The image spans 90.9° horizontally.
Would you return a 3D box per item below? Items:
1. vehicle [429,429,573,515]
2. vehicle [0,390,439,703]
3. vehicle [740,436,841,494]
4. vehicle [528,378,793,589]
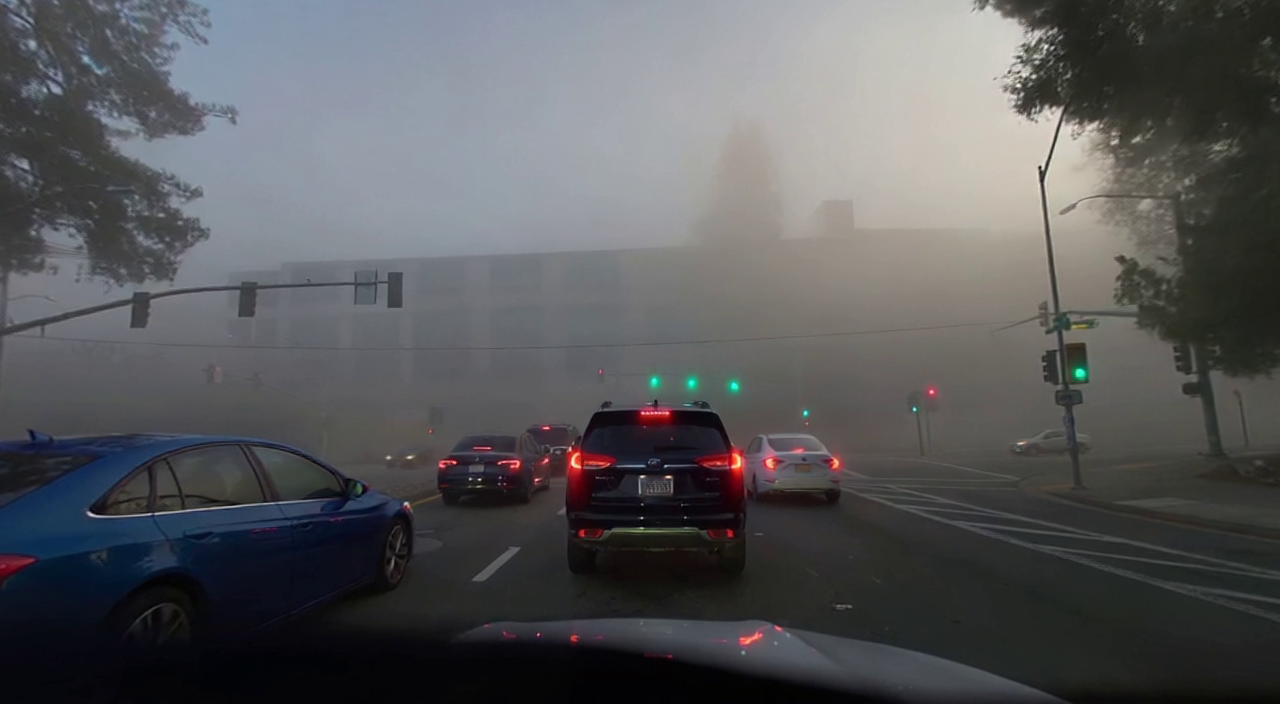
[{"bbox_3d":[-2.687,2.420,13.247,1.851,1.502,4.042,0,-8,4],"label":"vehicle"},{"bbox_3d":[-3.224,1.207,4.451,1.958,1.494,4.624,0,-8,2],"label":"vehicle"},{"bbox_3d":[4.143,3.152,17.995,1.979,1.453,4.011,0,-8,1],"label":"vehicle"},{"bbox_3d":[0.212,1.452,7.736,2.300,1.832,4.331,0,-8,1],"label":"vehicle"}]
